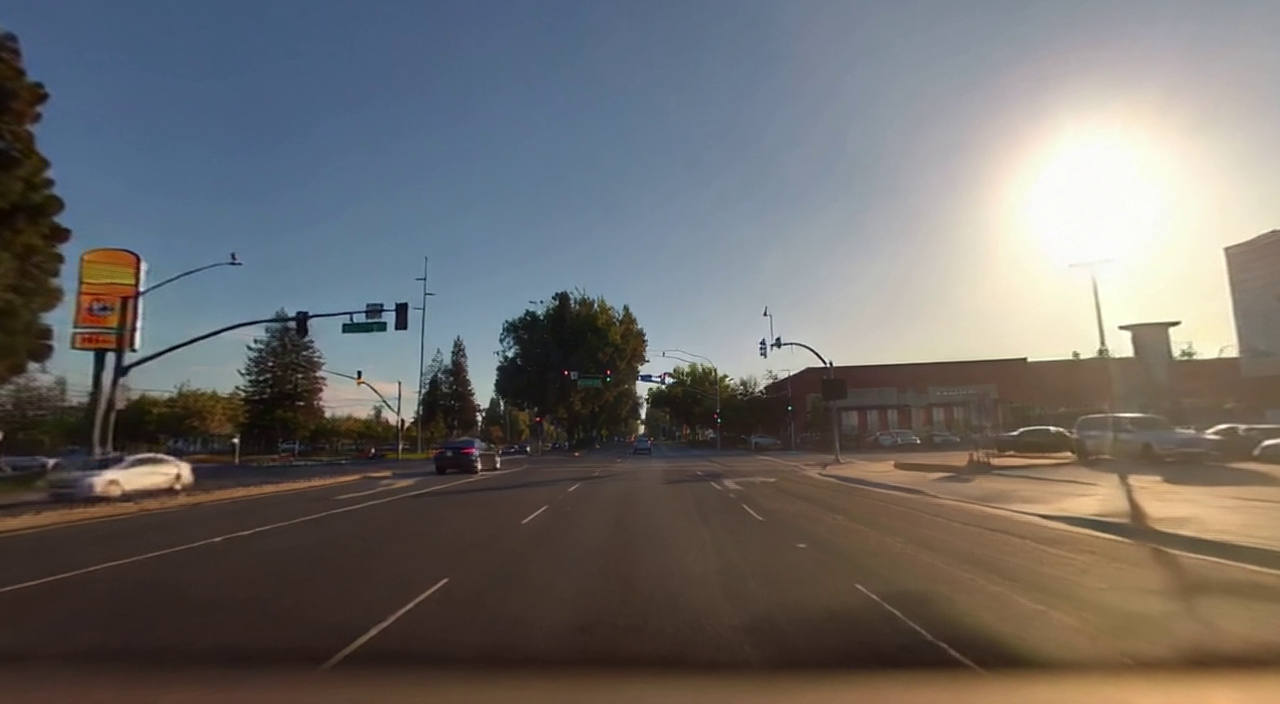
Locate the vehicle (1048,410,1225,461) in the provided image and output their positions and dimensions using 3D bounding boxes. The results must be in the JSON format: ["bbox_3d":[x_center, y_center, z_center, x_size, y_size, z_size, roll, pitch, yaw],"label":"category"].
[{"bbox_3d":[17.393,2.943,22.261,4.498,1.671,1.887,-1,-8,3],"label":"vehicle"}]

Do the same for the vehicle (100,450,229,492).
[{"bbox_3d":[-20.055,5.003,26.899,1.942,1.483,4.597,-1,-8,0],"label":"vehicle"}]

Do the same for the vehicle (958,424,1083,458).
[{"bbox_3d":[16.872,3.971,28.137,1.796,1.351,4.358,5,-10,-36],"label":"vehicle"}]

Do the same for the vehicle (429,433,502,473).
[{"bbox_3d":[-7.858,4.573,28.965,2.231,1.650,5.052,0,-8,-4],"label":"vehicle"}]

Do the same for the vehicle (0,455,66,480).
[{"bbox_3d":[-39.327,7.227,39.623,4.461,1.443,1.901,0,-8,-1],"label":"vehicle"}]
